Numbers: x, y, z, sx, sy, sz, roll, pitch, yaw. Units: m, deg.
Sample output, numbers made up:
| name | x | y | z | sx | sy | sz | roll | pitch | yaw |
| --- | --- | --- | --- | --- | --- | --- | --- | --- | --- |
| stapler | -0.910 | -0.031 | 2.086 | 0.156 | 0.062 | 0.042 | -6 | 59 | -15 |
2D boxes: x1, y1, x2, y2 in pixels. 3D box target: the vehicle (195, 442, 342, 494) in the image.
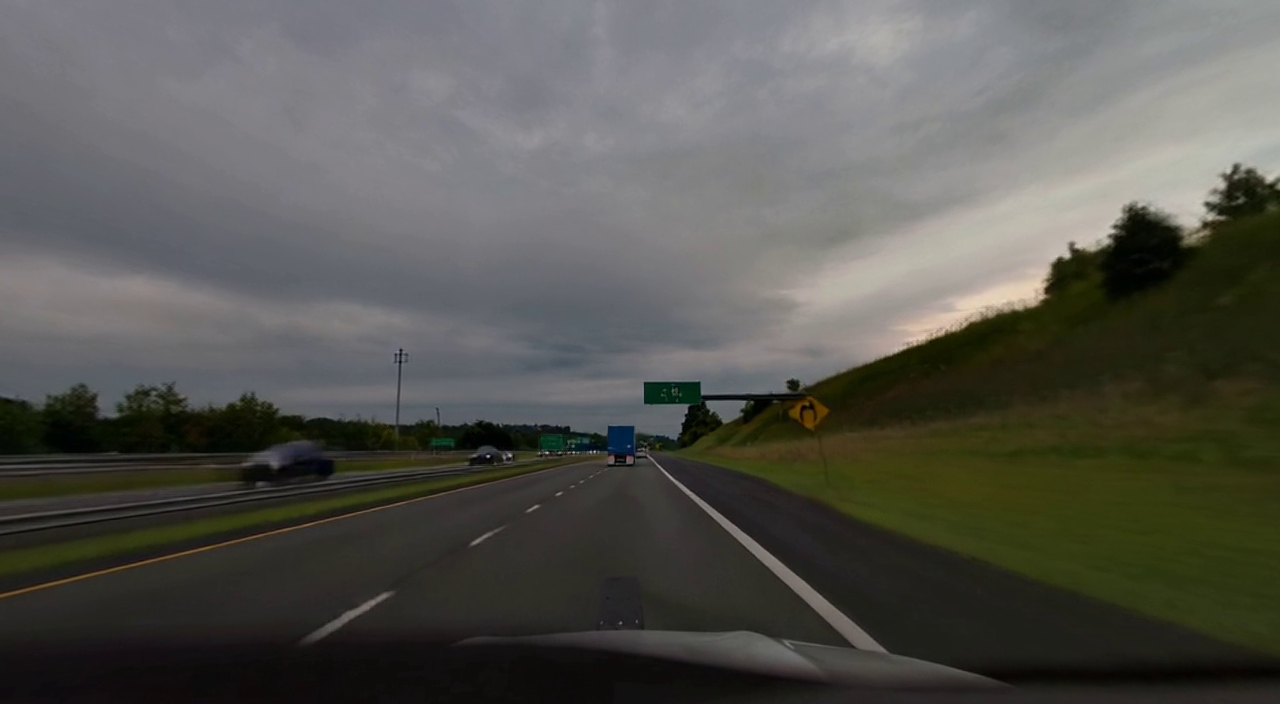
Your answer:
| name | x | y | z | sx | sy | sz | roll | pitch | yaw |
| --- | --- | --- | --- | --- | --- | --- | --- | --- | --- |
| vehicle | -12.048 | 3.783 | 20.899 | 2.108 | 1.493 | 4.427 | 0 | -9 | 1 |

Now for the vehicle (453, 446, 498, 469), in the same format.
| name | x | y | z | sx | sy | sz | roll | pitch | yaw |
| --- | --- | --- | --- | --- | --- | --- | --- | --- | --- |
| vehicle | -12.203 | 7.843 | 47.171 | 2.111 | 1.612 | 4.711 | 0 | -9 | 0 |
